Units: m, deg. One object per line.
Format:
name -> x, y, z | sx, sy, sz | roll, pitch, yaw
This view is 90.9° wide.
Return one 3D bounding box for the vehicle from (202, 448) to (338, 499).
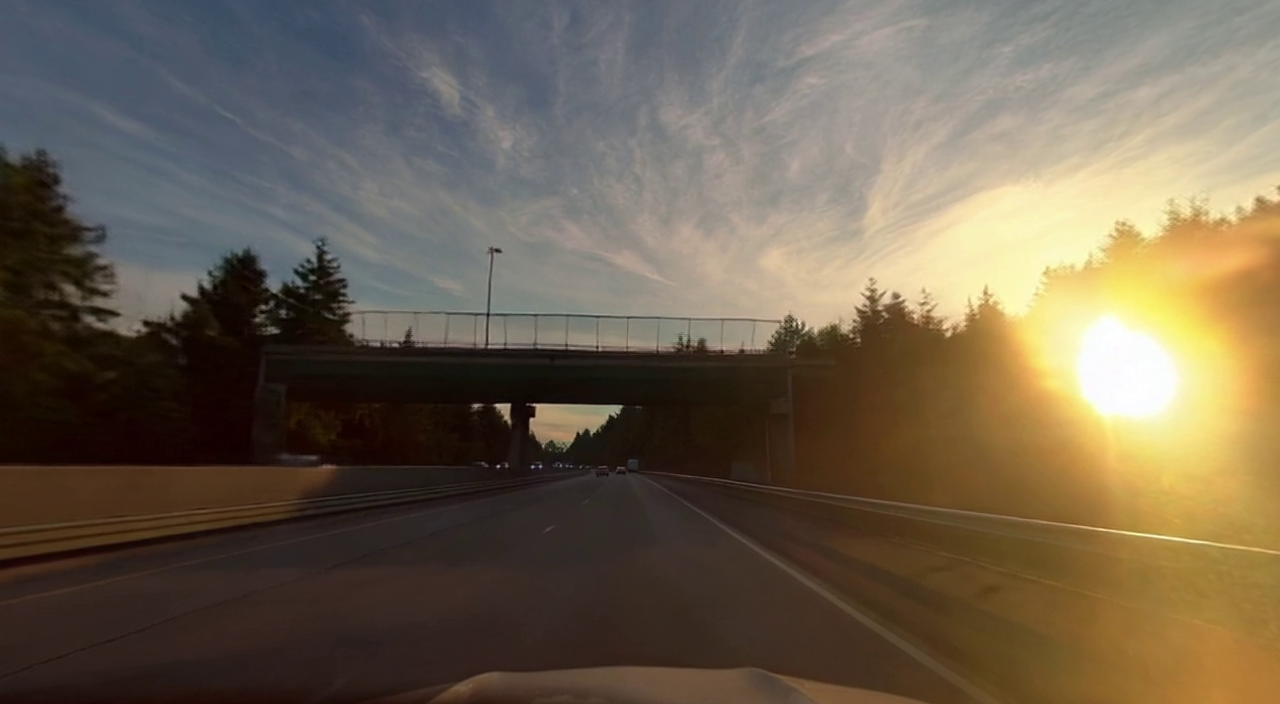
vehicle -> -13.028, 4.339, 22.580 | 2.113, 1.597, 4.475 | 1, -11, 0
